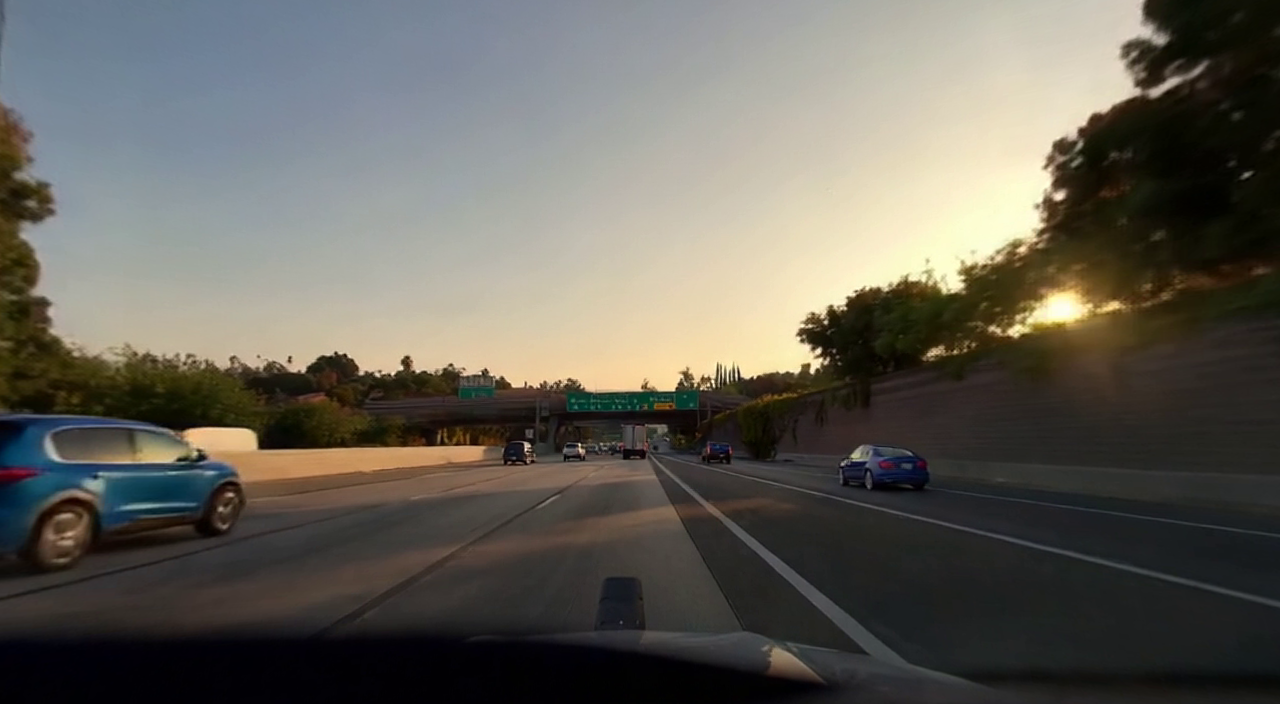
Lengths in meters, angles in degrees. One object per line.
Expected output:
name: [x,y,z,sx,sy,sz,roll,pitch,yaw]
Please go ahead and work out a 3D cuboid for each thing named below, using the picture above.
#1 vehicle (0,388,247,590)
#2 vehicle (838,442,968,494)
vehicle: [-6.724,1.344,6.444,2.179,1.753,4.999,0,-9,0]
vehicle: [8.519,3.793,20.975,2.075,1.510,4.569,1,-9,-4]
